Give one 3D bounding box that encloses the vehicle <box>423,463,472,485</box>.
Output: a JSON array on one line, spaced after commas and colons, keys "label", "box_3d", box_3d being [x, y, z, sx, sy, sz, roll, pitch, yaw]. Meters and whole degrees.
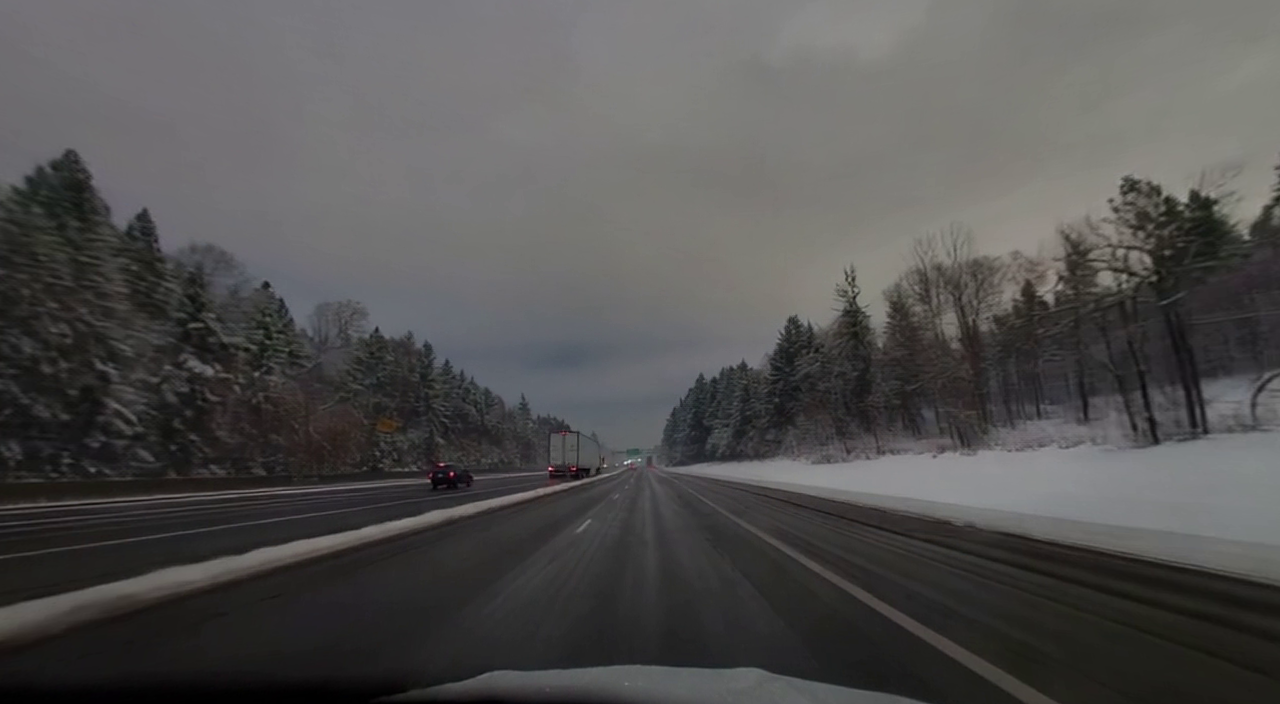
[{"label": "vehicle", "box_3d": [-13.110, 8.324, 43.073, 1.745, 1.430, 4.252, 0, -10, 4]}]
